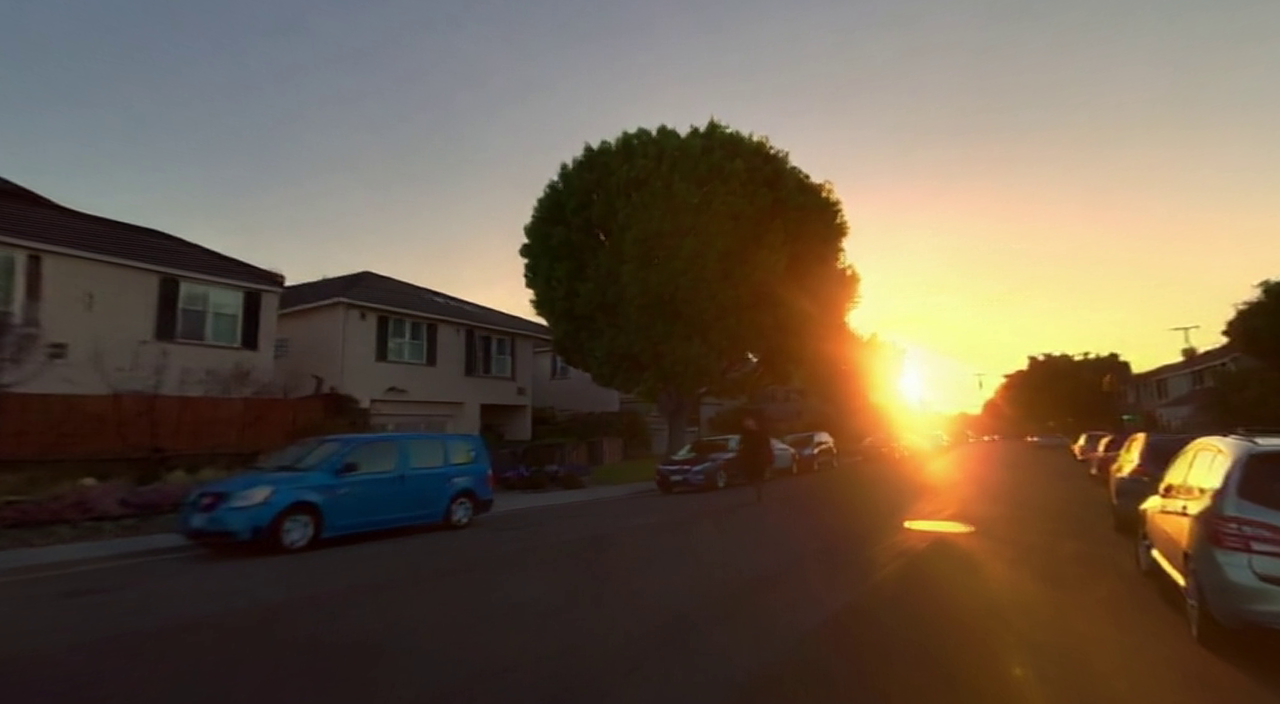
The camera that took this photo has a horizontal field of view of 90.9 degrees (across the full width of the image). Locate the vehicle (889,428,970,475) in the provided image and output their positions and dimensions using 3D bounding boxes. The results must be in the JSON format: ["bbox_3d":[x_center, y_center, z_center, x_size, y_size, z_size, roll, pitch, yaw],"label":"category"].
[{"bbox_3d":[11.573,3.896,25.030,1.959,1.670,4.255,-6,-10,37],"label":"vehicle"}]

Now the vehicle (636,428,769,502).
[{"bbox_3d":[1.699,2.744,15.911,1.828,1.488,3.785,-5,-7,32],"label":"vehicle"}]

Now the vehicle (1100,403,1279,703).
[{"bbox_3d":[4.750,1.178,4.393,2.008,1.507,4.226,-5,-9,31],"label":"vehicle"}]

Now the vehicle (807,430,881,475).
[{"bbox_3d":[8.175,3.953,25.052,1.734,1.549,3.465,-10,-11,33],"label":"vehicle"}]

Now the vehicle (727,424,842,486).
[{"bbox_3d":[4.815,3.283,20.487,1.872,1.670,4.428,-10,-11,35],"label":"vehicle"}]

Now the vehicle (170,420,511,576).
[{"bbox_3d":[-3.603,1.664,8.178,1.798,1.507,3.513,-4,-8,32],"label":"vehicle"}]

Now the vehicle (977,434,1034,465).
[{"bbox_3d":[19.169,5.042,32.947,1.889,1.505,3.849,-7,-10,39],"label":"vehicle"}]
